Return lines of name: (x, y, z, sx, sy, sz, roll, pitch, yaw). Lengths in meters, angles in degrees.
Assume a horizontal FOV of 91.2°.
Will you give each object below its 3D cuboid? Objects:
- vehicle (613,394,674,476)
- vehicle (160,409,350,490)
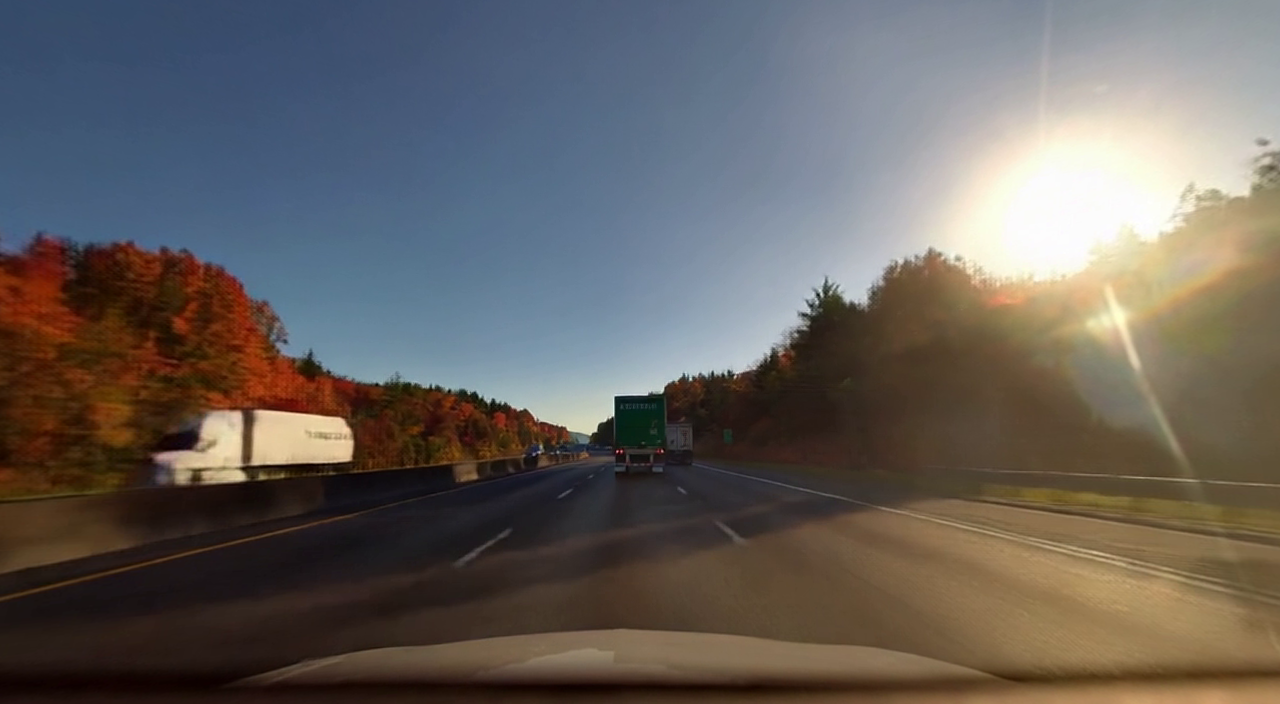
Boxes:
vehicle: (0.129, 5.010, 36.873, 3.057, 4.073, 10.792, 0, -9, 0)
vehicle: (-20.874, 5.525, 35.522, 2.825, 3.752, 12.301, 0, -9, 0)
